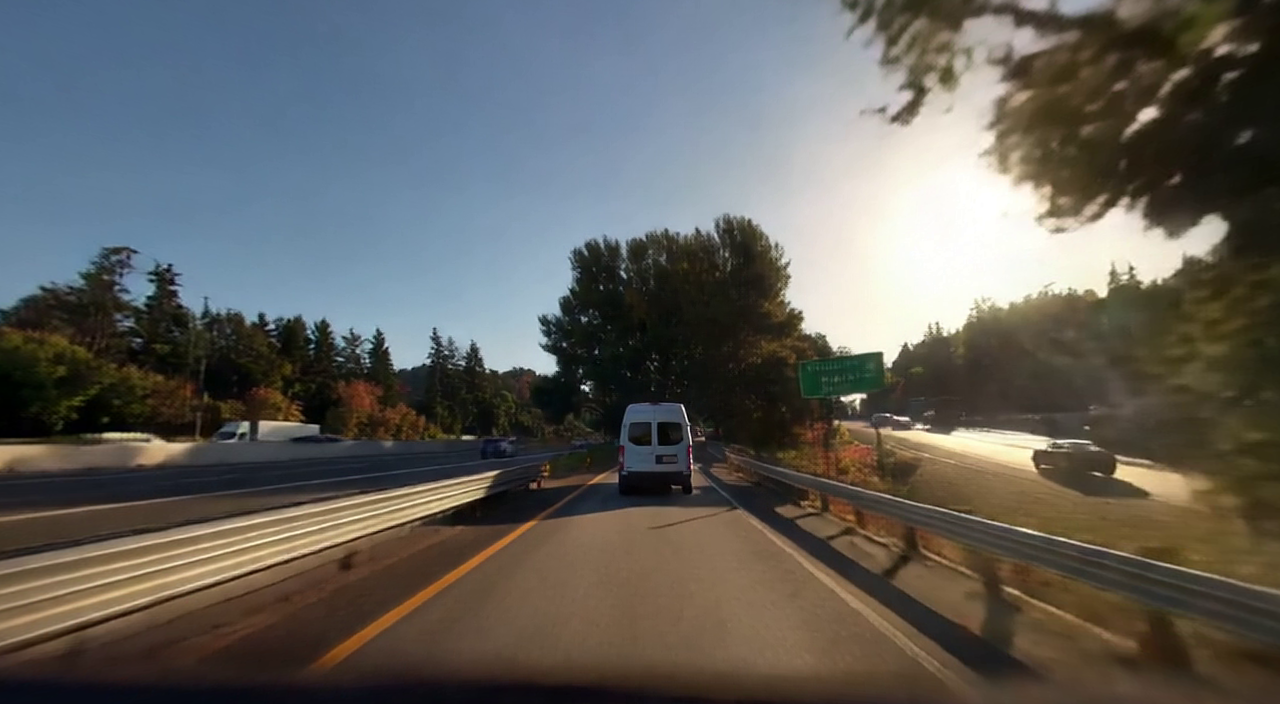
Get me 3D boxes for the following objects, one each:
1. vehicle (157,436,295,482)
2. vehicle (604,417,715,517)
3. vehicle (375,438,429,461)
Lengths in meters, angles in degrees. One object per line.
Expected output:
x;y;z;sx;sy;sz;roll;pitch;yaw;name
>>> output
-16.127;4.164;24.934;2.046;1.585;4.743;-1;-8;3;vehicle
0.309;2.456;13.991;2.043;1.821;4.558;0;-8;-1;vehicle
-18.378;7.522;48.935;2.160;1.691;4.601;-1;-8;3;vehicle
